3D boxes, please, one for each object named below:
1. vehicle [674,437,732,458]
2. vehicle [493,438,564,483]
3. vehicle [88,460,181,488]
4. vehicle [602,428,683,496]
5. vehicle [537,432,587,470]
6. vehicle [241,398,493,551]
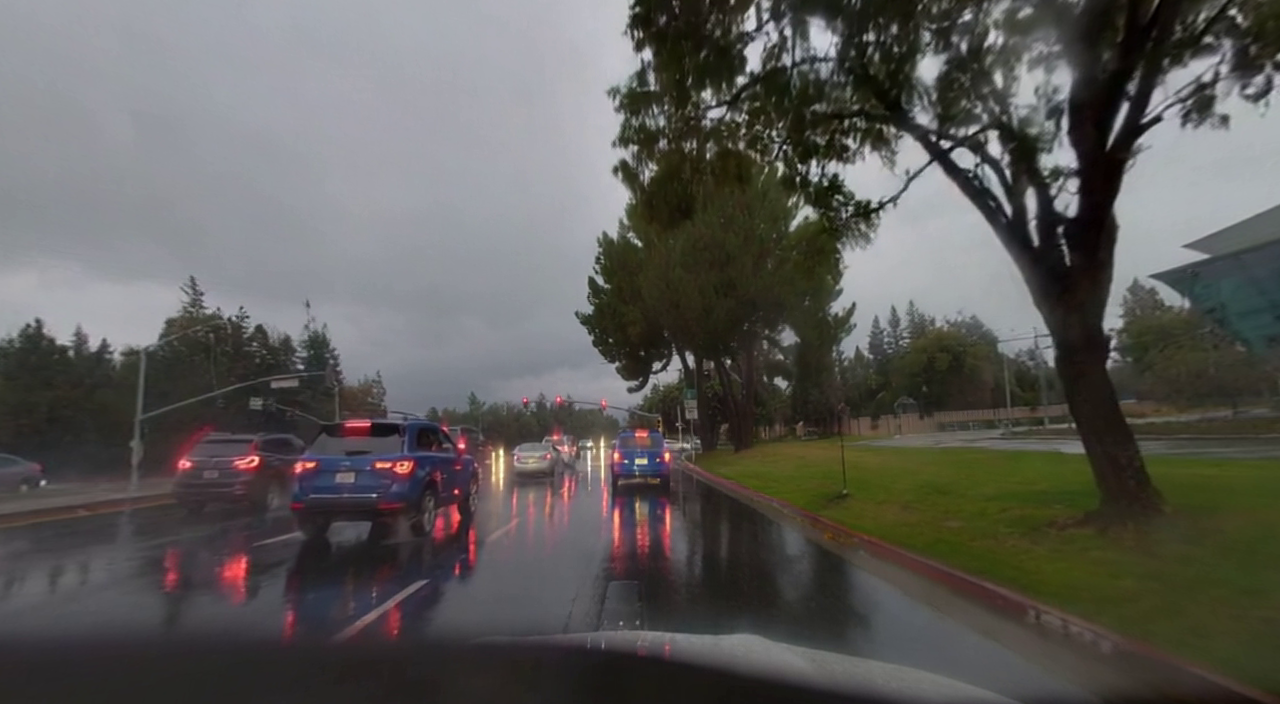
[{"bbox_3d":[4.873,7.392,48.913,4.265,1.498,1.826,-2,-9,11],"label":"vehicle"},{"bbox_3d":[-4.131,4.093,24.135,1.942,1.523,4.212,0,-8,0],"label":"vehicle"},{"bbox_3d":[-31.277,7.526,39.301,1.906,1.478,4.784,0,-8,-2],"label":"vehicle"},{"bbox_3d":[0.058,3.104,18.121,2.055,1.681,4.270,0,-8,0],"label":"vehicle"},{"bbox_3d":[-3.944,5.146,32.864,2.043,1.813,4.549,0,-8,0],"label":"vehicle"},{"bbox_3d":[-4.097,1.944,10.725,2.088,1.947,5.119,0,-8,-1],"label":"vehicle"}]
